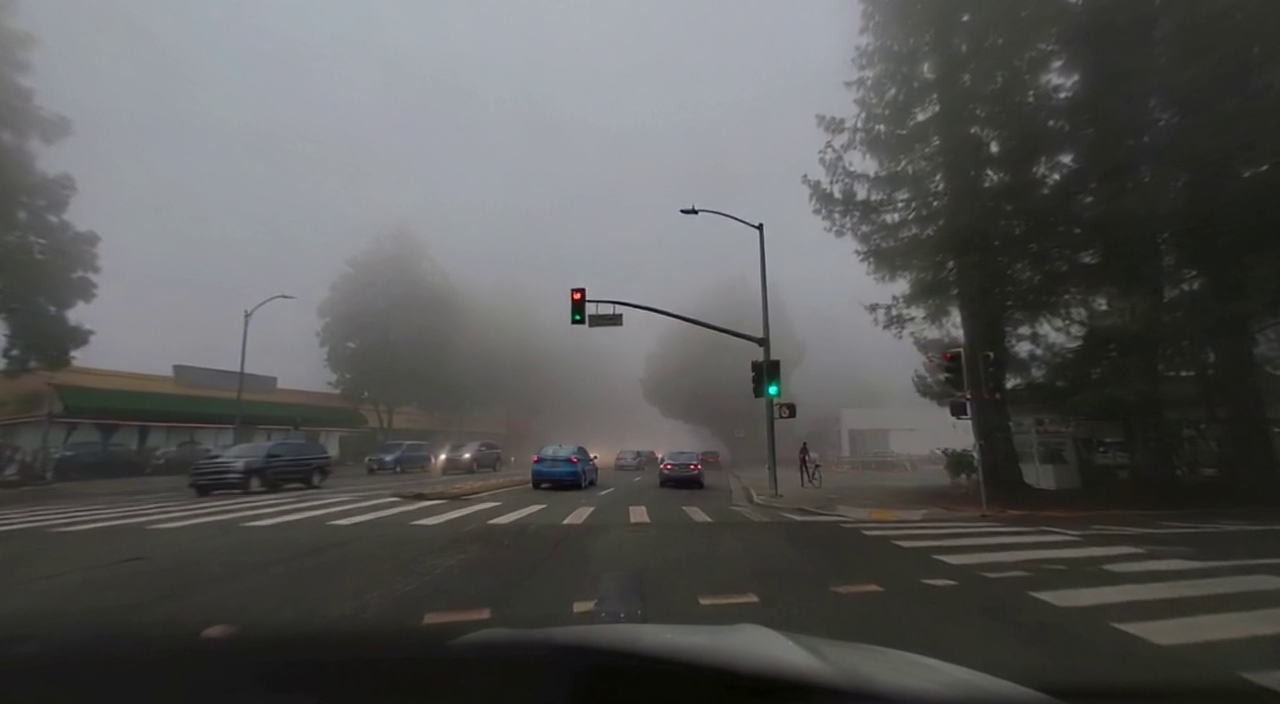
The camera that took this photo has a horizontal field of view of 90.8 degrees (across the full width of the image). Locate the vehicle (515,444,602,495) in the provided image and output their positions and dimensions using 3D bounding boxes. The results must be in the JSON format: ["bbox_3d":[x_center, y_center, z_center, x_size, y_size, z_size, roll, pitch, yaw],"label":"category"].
[{"bbox_3d":[-2.542,3.763,20.724,1.921,1.477,4.083,-1,-9,6],"label":"vehicle"}]

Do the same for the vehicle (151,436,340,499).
[{"bbox_3d":[-10.905,3.202,18.006,1.923,1.516,4.727,-1,-9,8],"label":"vehicle"}]

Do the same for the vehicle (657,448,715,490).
[{"bbox_3d":[1.819,4.492,24.678,2.085,1.475,3.976,-1,-9,5],"label":"vehicle"}]

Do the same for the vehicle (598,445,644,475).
[{"bbox_3d":[-0.969,5.962,35.075,1.887,1.517,4.254,-1,-9,8],"label":"vehicle"}]

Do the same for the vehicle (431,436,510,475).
[{"bbox_3d":[-8.812,5.423,33.313,2.221,1.856,4.847,-1,-9,8],"label":"vehicle"}]

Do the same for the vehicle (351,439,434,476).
[{"bbox_3d":[-12.559,5.378,32.426,1.961,1.731,4.450,-1,-9,8],"label":"vehicle"}]

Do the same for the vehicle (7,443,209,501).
[{"bbox_3d":[-15.322,3.439,18.586,1.896,1.455,4.257,-2,-8,9],"label":"vehicle"}]
